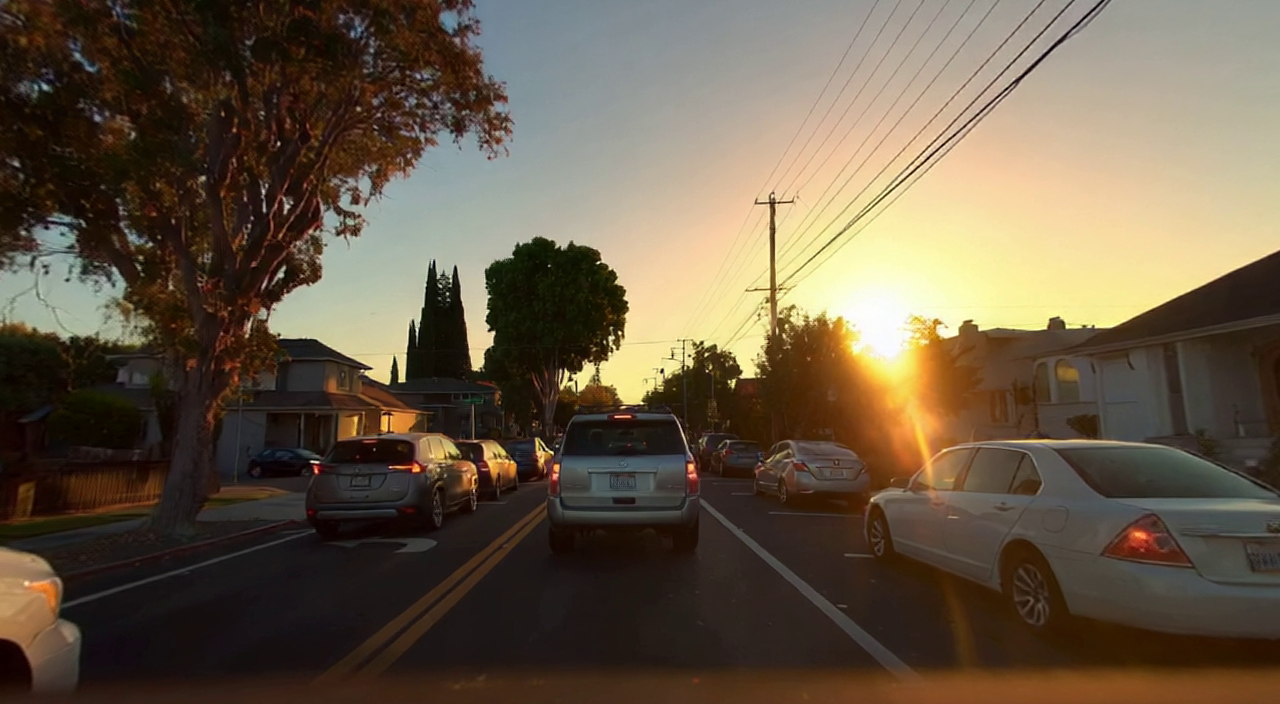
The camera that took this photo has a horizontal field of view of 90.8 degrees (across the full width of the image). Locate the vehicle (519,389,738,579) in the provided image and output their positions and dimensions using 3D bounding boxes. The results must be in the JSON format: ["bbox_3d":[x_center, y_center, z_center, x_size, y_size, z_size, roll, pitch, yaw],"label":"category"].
[{"bbox_3d":[-0.216,1.613,8.478,2.164,1.867,4.254,0,-8,-3],"label":"vehicle"}]

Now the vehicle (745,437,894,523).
[{"bbox_3d":[3.465,2.528,13.048,1.880,1.476,3.932,0,-8,0],"label":"vehicle"}]

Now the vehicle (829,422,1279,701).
[{"bbox_3d":[3.469,1.467,5.769,1.977,1.480,4.589,0,-8,-1],"label":"vehicle"}]

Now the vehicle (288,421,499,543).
[{"bbox_3d":[-3.722,2.028,10.521,1.864,1.576,4.324,0,-8,-2],"label":"vehicle"}]
